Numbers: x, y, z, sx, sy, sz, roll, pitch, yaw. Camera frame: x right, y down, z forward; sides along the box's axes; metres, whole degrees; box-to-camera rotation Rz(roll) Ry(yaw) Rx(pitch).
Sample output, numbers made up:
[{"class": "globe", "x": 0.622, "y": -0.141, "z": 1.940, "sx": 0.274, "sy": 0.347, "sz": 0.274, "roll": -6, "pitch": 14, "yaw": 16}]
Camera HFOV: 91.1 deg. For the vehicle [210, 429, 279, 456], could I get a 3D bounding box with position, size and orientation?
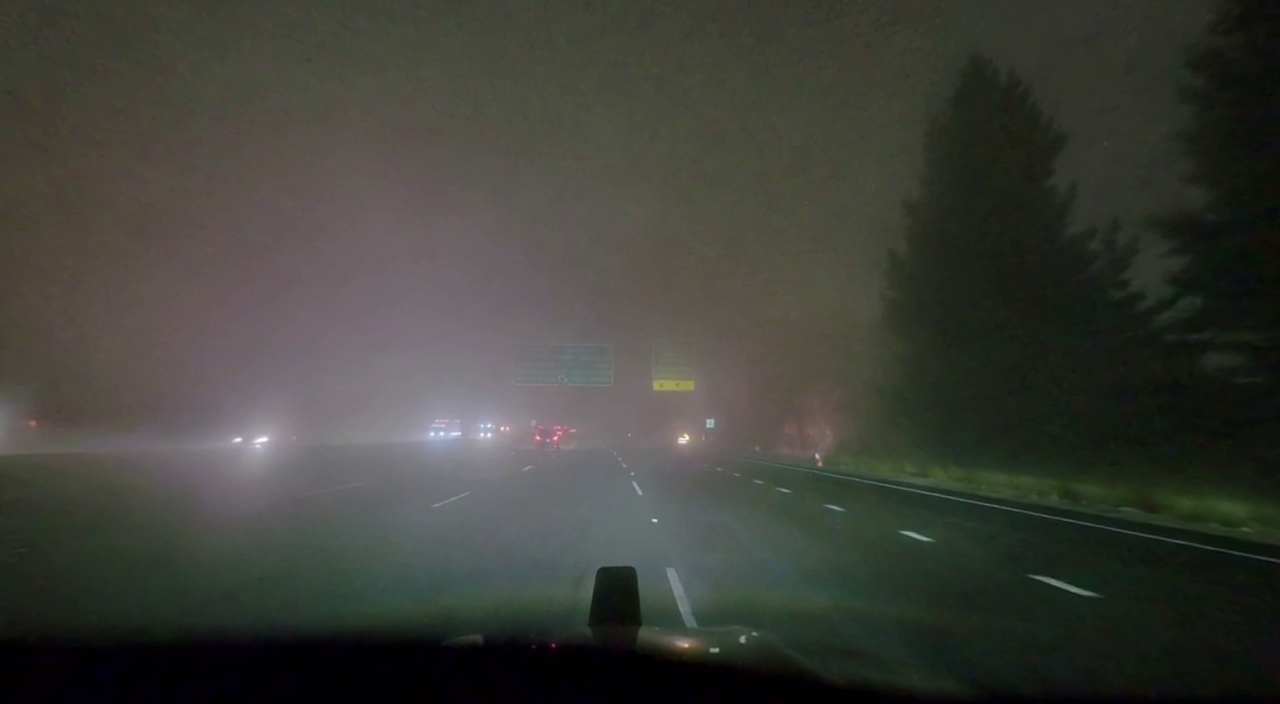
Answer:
[{"class": "vehicle", "x": -24.635, "y": 5.658, "z": 39.294, "sx": 1.904, "sy": 1.582, "sz": 3.837, "roll": 0, "pitch": -8, "yaw": -2}]
